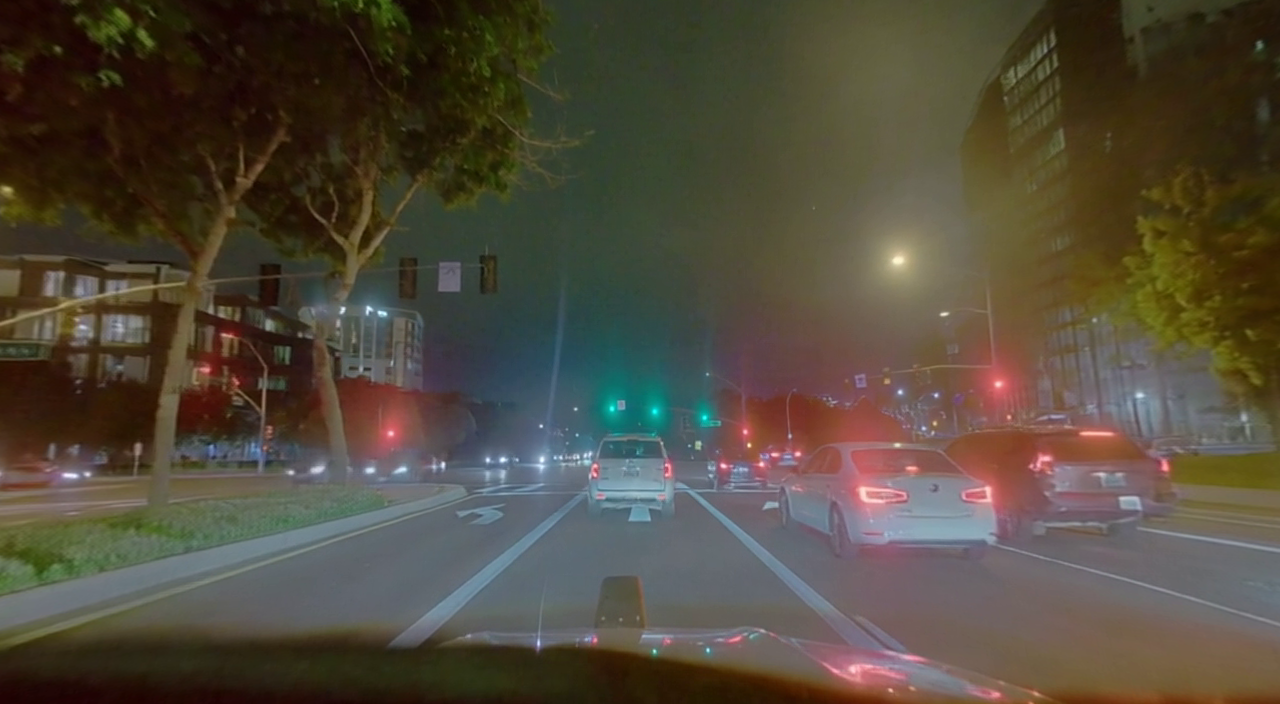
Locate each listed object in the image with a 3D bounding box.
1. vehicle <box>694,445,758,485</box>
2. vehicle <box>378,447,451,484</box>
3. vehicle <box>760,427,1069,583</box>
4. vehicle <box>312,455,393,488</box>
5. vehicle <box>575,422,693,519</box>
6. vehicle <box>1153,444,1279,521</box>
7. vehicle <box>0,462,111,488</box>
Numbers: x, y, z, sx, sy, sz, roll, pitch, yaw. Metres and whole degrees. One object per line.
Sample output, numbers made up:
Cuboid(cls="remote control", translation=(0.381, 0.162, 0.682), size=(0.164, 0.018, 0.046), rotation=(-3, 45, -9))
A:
Cuboid(cls="vehicle", translation=(3.503, 4.697, 26.518), size=(2.004, 1.523, 4.263), rotation=(0, -8, -1))
Cuboid(cls="vehicle", translation=(-11.154, 5.624, 31.644), size=(2.032, 1.671, 4.316), rotation=(0, -8, 0))
Cuboid(cls="vehicle", translation=(3.254, 1.915, 8.864), size=(2.034, 1.558, 4.774), rotation=(0, -8, -2))
Cuboid(cls="vehicle", translation=(-14.469, 6.020, 32.100), size=(2.107, 1.448, 4.179), rotation=(0, -8, 0))
Cuboid(cls="vehicle", translation=(-0.126, 2.592, 14.297), size=(2.236, 1.827, 4.316), rotation=(0, -8, 0))
Cuboid(cls="vehicle", translation=(14.482, 2.887, 14.193), size=(2.125, 1.592, 4.428), rotation=(0, -8, -1))
Cuboid(cls="vehicle", translation=(-35.110, 7.325, 37.824), size=(4.845, 1.442, 1.880), rotation=(2, -9, -13))
